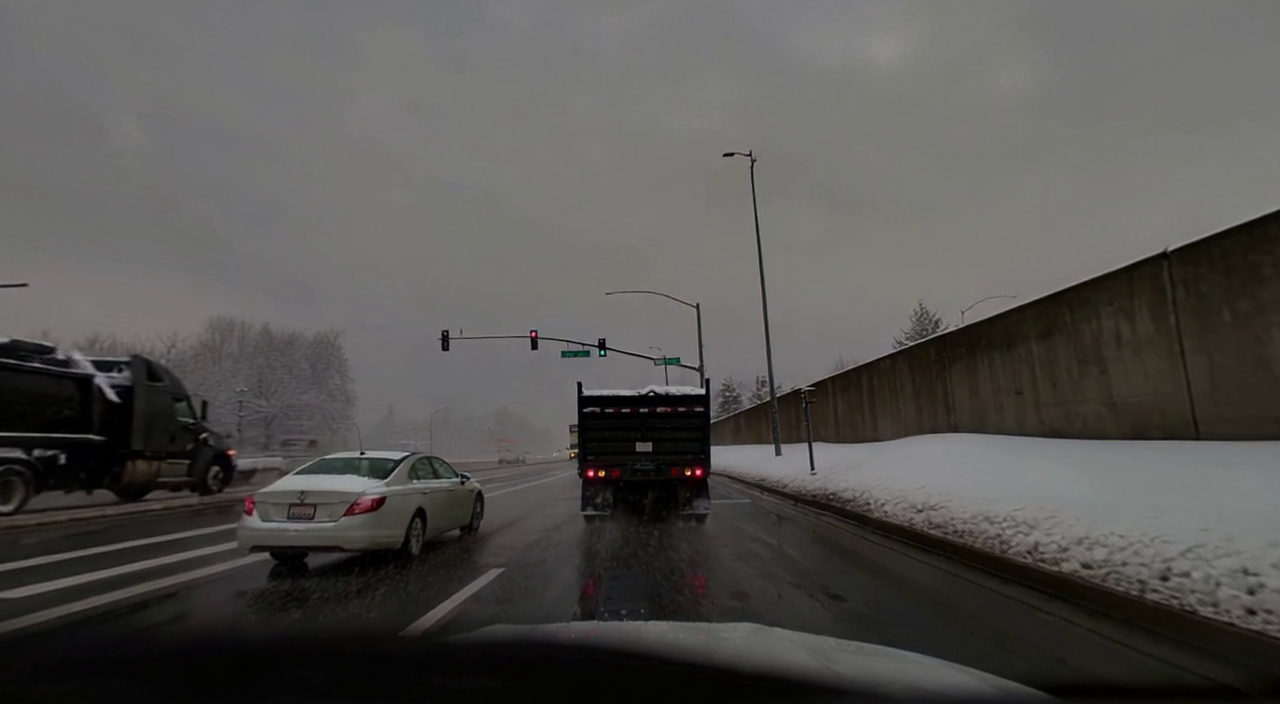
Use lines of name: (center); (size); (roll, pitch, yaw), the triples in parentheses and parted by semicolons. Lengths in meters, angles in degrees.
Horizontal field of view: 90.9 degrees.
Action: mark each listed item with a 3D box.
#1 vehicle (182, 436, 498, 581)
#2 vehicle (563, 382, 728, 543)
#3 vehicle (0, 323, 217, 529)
vehicle: (-3.683, 2.002, 9.072); (2.019, 1.480, 4.966); (-1, -8, 1)
vehicle: (0.094, 1.981, 11.842); (2.355, 2.305, 5.336); (0, -8, 1)
vehicle: (-13.518, 1.602, 13.201); (3.016, 3.847, 8.707); (-1, -9, 1)
